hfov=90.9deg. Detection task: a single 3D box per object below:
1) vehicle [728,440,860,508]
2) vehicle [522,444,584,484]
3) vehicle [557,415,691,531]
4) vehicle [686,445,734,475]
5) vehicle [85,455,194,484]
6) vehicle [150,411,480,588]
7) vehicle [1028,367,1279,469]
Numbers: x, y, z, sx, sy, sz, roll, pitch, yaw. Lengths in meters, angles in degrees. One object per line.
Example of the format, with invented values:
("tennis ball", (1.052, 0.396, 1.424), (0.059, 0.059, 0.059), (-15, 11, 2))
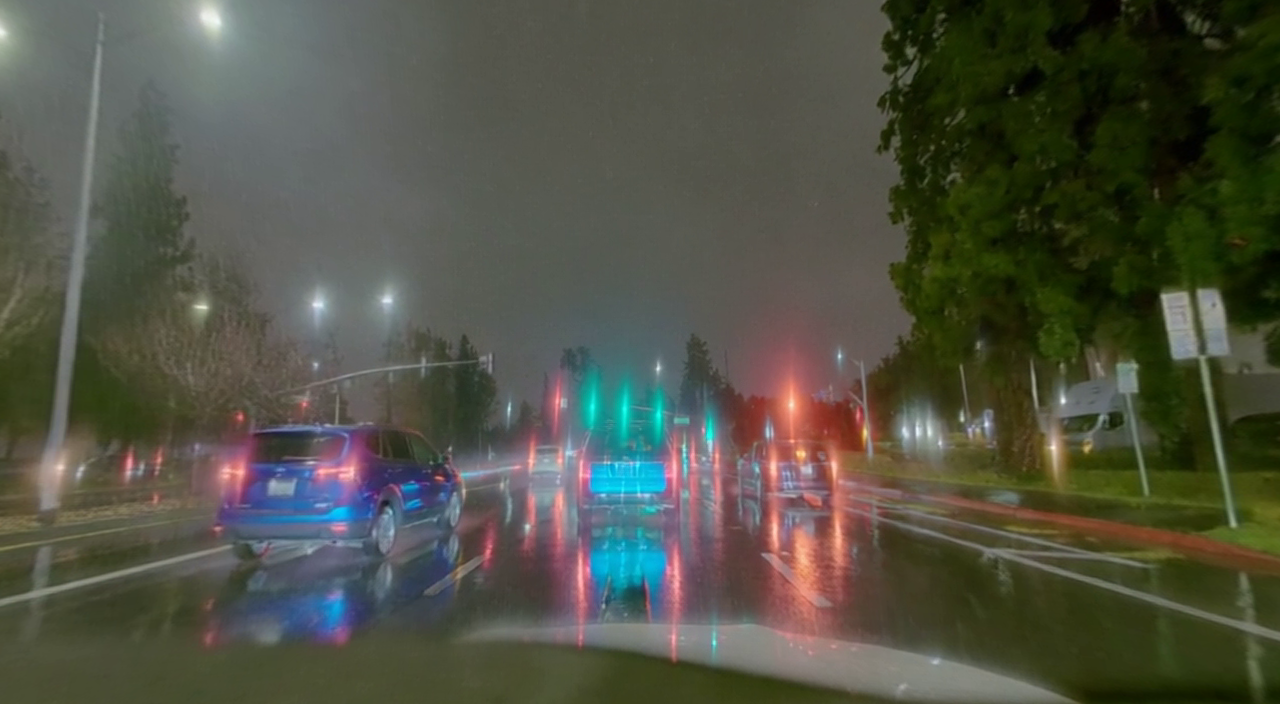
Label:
("vehicle", (3.766, 3.077, 16.458), (2.036, 1.480, 4.659), (0, -8, -3))
("vehicle", (-3.444, 4.509, 25.765), (1.897, 1.479, 4.204), (0, -8, 1))
("vehicle", (-0.250, 2.261, 12.316), (2.132, 1.816, 4.471), (0, -8, 0))
("vehicle", (3.574, 5.641, 33.115), (1.996, 1.443, 4.270), (0, -8, -1))
("vehicle", (-33.954, 7.973, 42.912), (5.352, 1.850, 2.276), (0, -8, -2))
("vehicle", (-3.733, 1.759, 8.352), (2.039, 1.709, 4.265), (0, -8, 1))
("vehicle", (17.795, 2.281, 21.415), (7.314, 3.230, 2.680), (0, -8, -1))
